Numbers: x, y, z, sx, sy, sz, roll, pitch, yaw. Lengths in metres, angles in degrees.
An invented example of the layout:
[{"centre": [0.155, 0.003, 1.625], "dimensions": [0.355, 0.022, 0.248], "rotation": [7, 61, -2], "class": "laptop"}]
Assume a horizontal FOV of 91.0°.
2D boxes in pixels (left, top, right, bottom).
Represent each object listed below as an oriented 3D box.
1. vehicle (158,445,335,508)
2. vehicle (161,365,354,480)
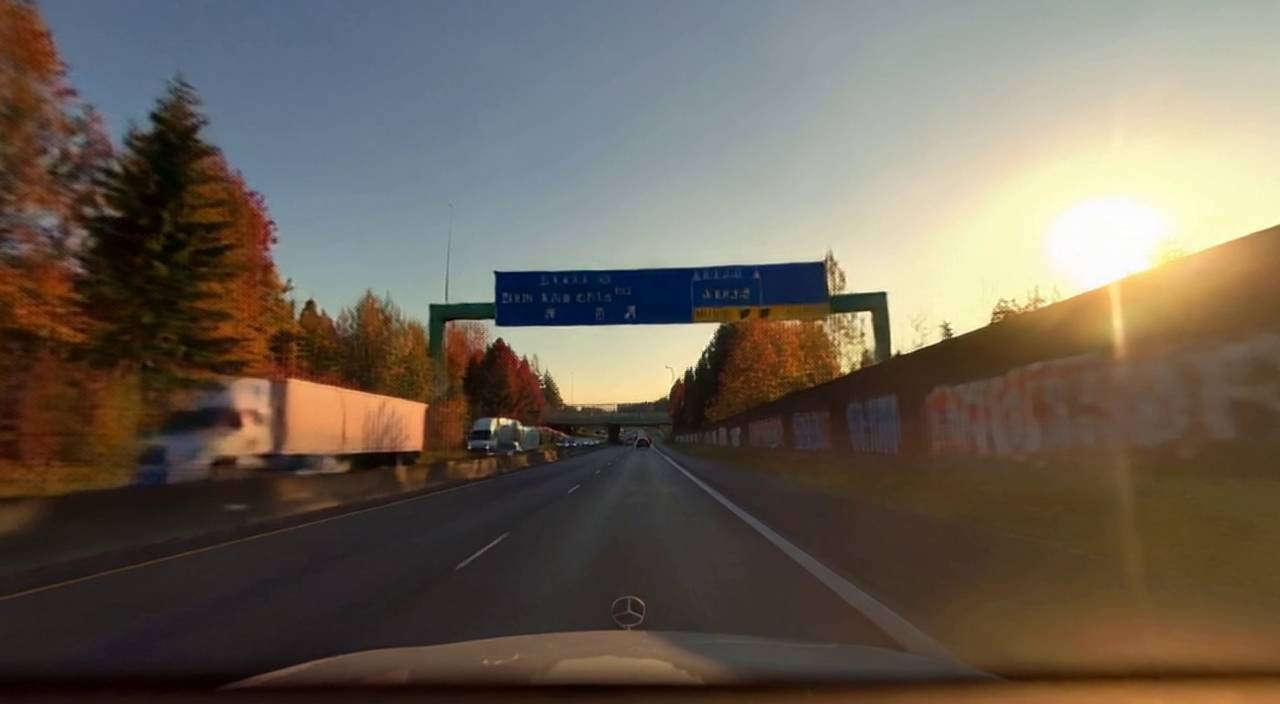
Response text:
[{"centre": [-10.505, 3.305, 17.306], "dimensions": [1.897, 1.452, 4.508], "rotation": [0, -8, 1], "class": "vehicle"}, {"centre": [-15.053, 2.986, 25.688], "dimensions": [3.079, 4.002, 7.219], "rotation": [1, -8, 1], "class": "vehicle"}]
